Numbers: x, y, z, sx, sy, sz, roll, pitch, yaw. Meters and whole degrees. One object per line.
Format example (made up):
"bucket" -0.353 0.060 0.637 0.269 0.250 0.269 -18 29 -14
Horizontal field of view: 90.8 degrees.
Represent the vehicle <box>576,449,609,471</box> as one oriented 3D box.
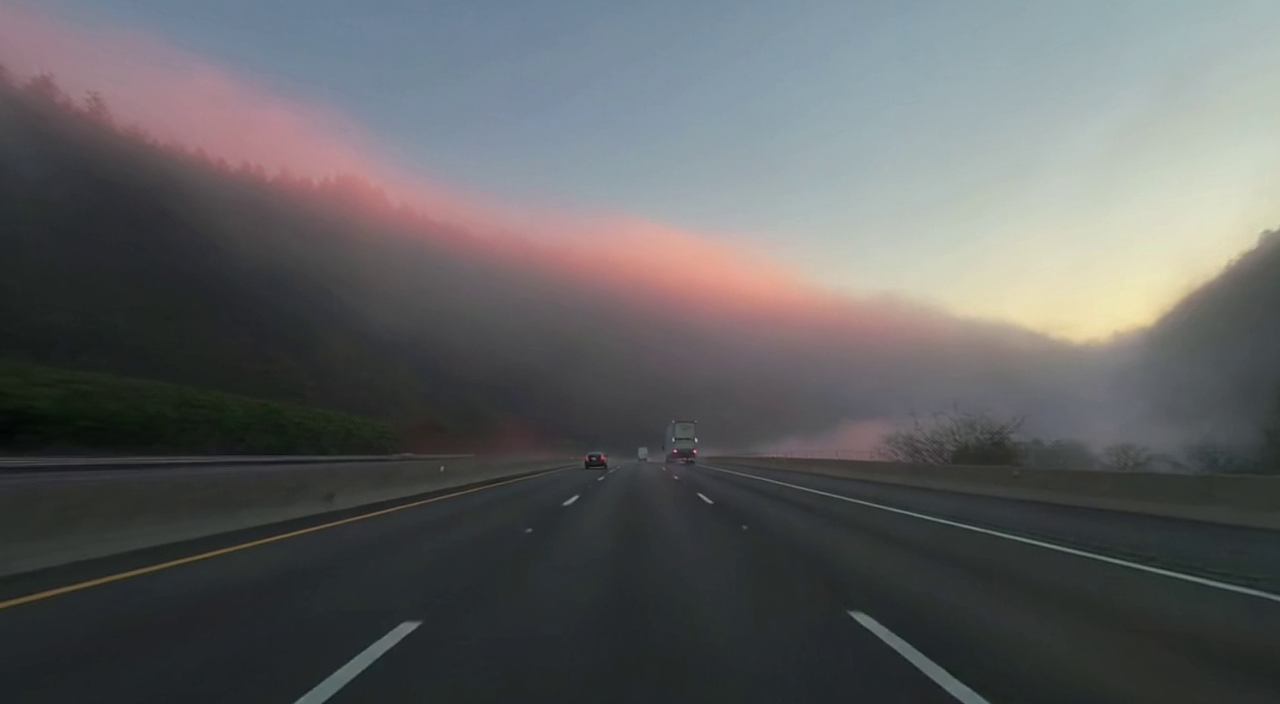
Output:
"vehicle" -3.393 7.843 46.113 2.091 1.522 4.301 0 -9 0
